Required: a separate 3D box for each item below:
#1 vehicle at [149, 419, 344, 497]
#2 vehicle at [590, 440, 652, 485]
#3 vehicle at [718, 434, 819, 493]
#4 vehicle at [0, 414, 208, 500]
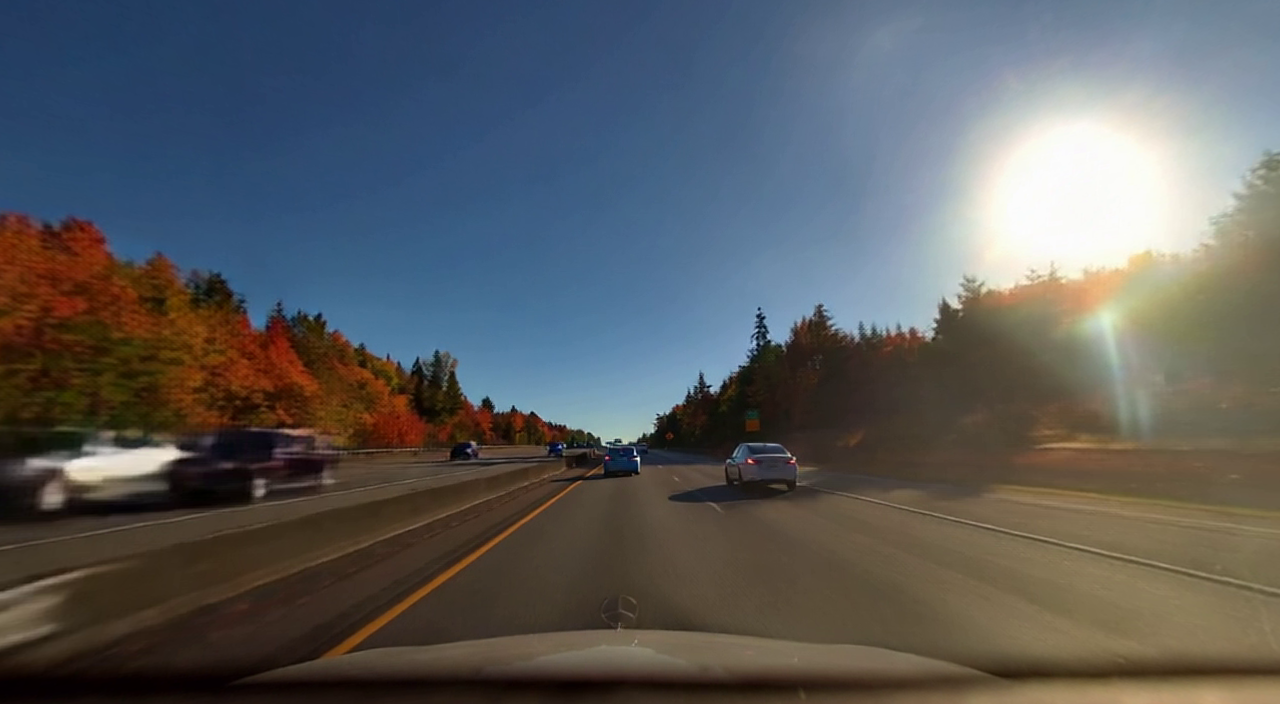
[{"bbox_3d":[-9.641,2.652,15.953,2.044,1.661,4.534,-1,-9,-1],"label":"vehicle"},{"bbox_3d":[-0.688,4.168,23.867,2.128,1.516,4.410,-1,-9,-1],"label":"vehicle"},{"bbox_3d":[3.836,3.441,19.583,2.300,1.595,4.144,-1,-9,0],"label":"vehicle"},{"bbox_3d":[-13.220,2.518,15.171,2.213,1.731,4.671,-1,-9,-1],"label":"vehicle"}]
